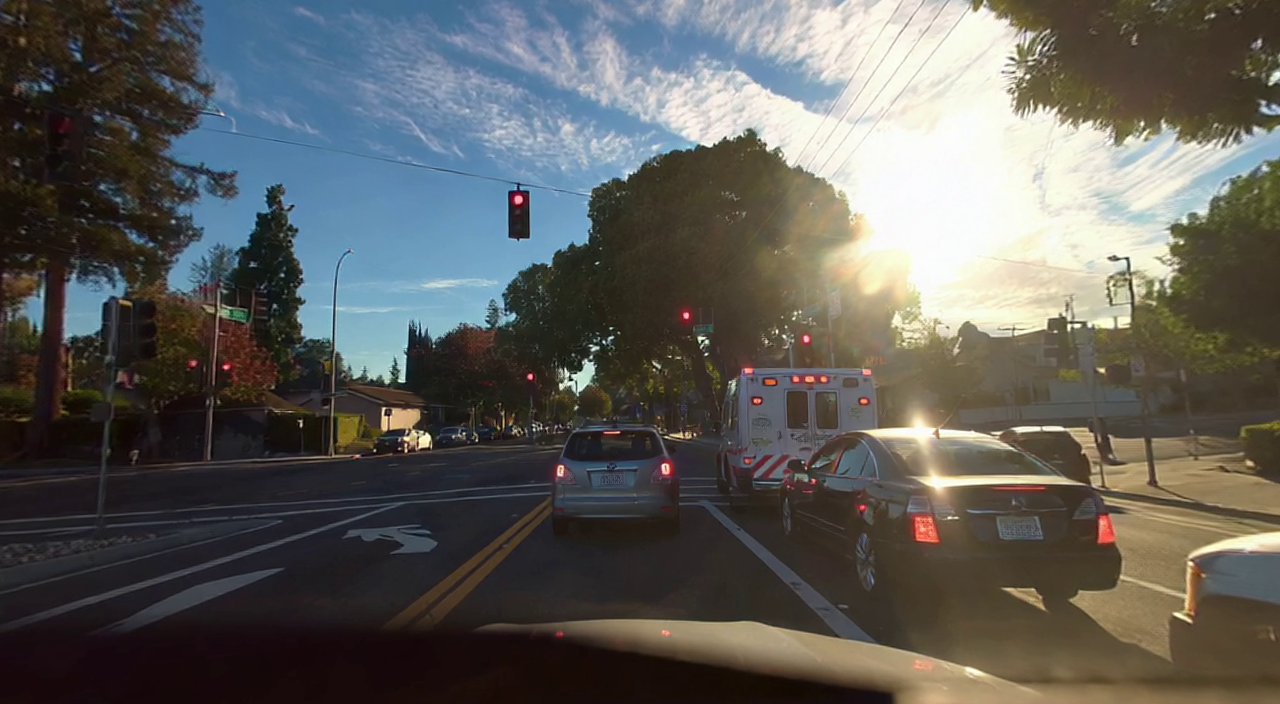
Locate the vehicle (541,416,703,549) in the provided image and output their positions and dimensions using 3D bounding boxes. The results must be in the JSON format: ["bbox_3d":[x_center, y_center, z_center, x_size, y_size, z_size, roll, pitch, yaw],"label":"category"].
[{"bbox_3d":[-0.282,1.976,10.185,2.114,1.707,3.725,0,-8,-1],"label":"vehicle"}]

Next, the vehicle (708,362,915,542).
[{"bbox_3d":[2.886,1.895,12.366,2.406,2.687,5.521,0,-8,-1],"label":"vehicle"}]

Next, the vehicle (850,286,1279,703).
[{"bbox_3d":[2.849,0.898,2.839,2.194,1.820,4.652,0,-8,0],"label":"vehicle"}]

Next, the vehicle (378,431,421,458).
[{"bbox_3d":[-17.757,6.881,46.859,2.246,1.880,4.454,1,-9,-12],"label":"vehicle"}]
